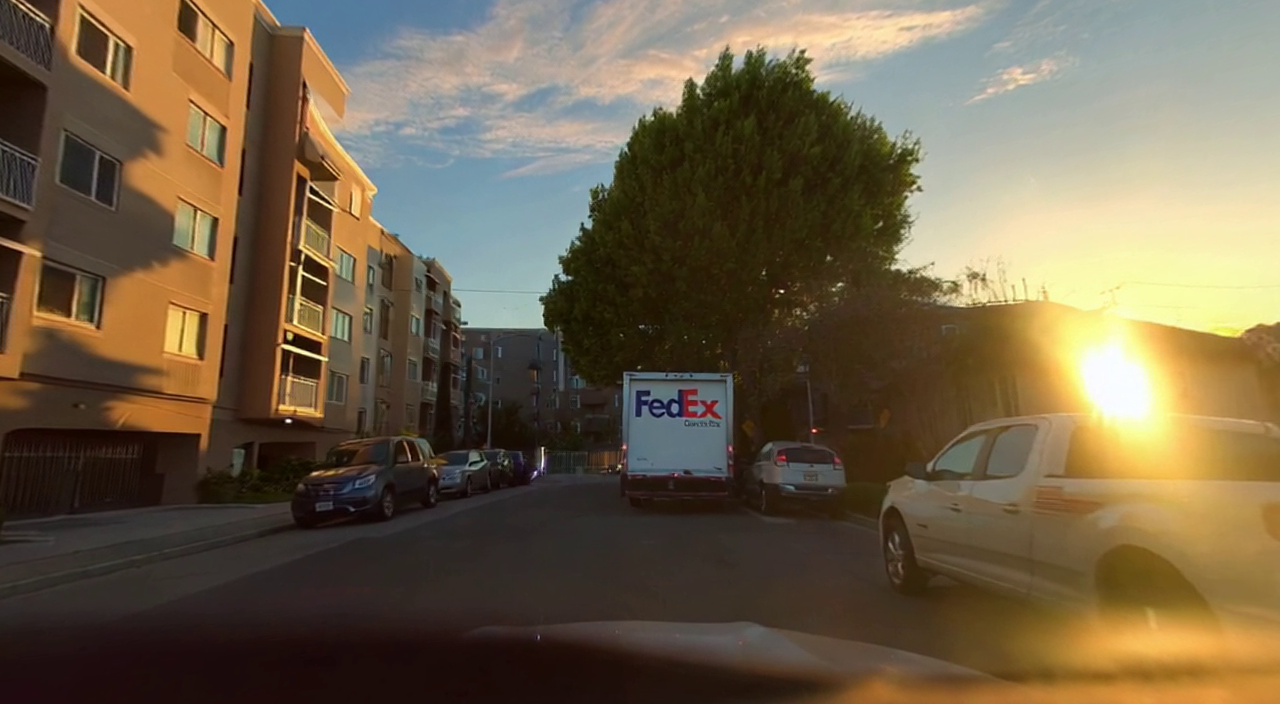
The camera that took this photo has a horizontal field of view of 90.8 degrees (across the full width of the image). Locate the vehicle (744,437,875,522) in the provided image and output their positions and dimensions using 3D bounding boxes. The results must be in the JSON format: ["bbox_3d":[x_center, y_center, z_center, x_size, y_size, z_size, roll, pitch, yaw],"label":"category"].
[{"bbox_3d":[3.587,2.740,14.132,1.868,1.623,3.815,0,-8,0],"label":"vehicle"}]

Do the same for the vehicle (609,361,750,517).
[{"bbox_3d":[0.784,2.396,17.361,2.930,3.275,8.180,0,-8,-1],"label":"vehicle"}]

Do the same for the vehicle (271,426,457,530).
[{"bbox_3d":[-5.714,2.645,13.919,2.020,1.867,4.654,0,-8,-1],"label":"vehicle"}]

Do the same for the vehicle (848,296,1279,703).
[{"bbox_3d":[3.569,1.127,4.668,2.221,1.991,5.564,0,-8,1],"label":"vehicle"}]
